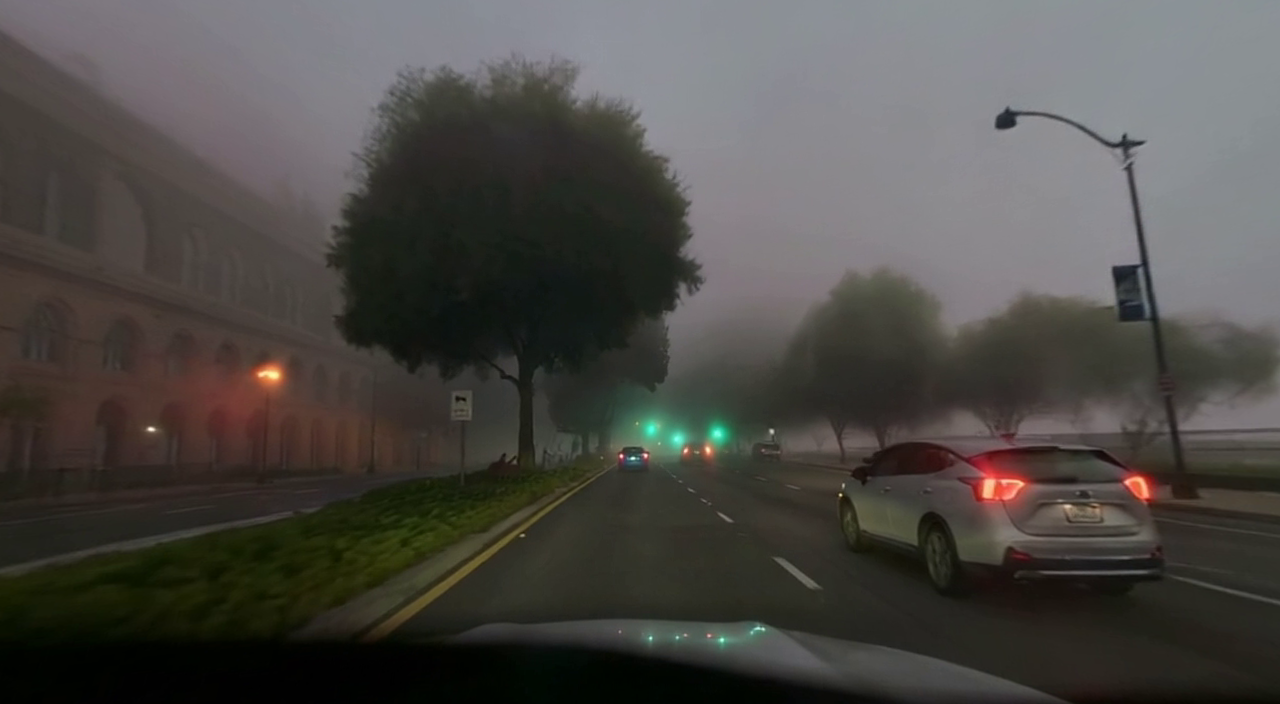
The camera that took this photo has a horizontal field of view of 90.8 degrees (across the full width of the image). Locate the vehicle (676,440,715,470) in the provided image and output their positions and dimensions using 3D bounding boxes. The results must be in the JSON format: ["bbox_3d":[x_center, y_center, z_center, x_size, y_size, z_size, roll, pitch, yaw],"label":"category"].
[{"bbox_3d":[3.435,6.495,39.935,2.036,1.757,4.300,0,-9,-1],"label":"vehicle"}]

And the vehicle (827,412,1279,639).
[{"bbox_3d":[3.464,1.488,6.345,1.937,1.538,3.832,0,-9,-1],"label":"vehicle"}]

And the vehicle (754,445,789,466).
[{"bbox_3d":[10.116,7.991,48.784,1.958,1.529,4.084,0,-10,3],"label":"vehicle"}]

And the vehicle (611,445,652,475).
[{"bbox_3d":[-0.439,5.683,33.374,2.054,1.446,3.969,0,-9,-1],"label":"vehicle"}]
